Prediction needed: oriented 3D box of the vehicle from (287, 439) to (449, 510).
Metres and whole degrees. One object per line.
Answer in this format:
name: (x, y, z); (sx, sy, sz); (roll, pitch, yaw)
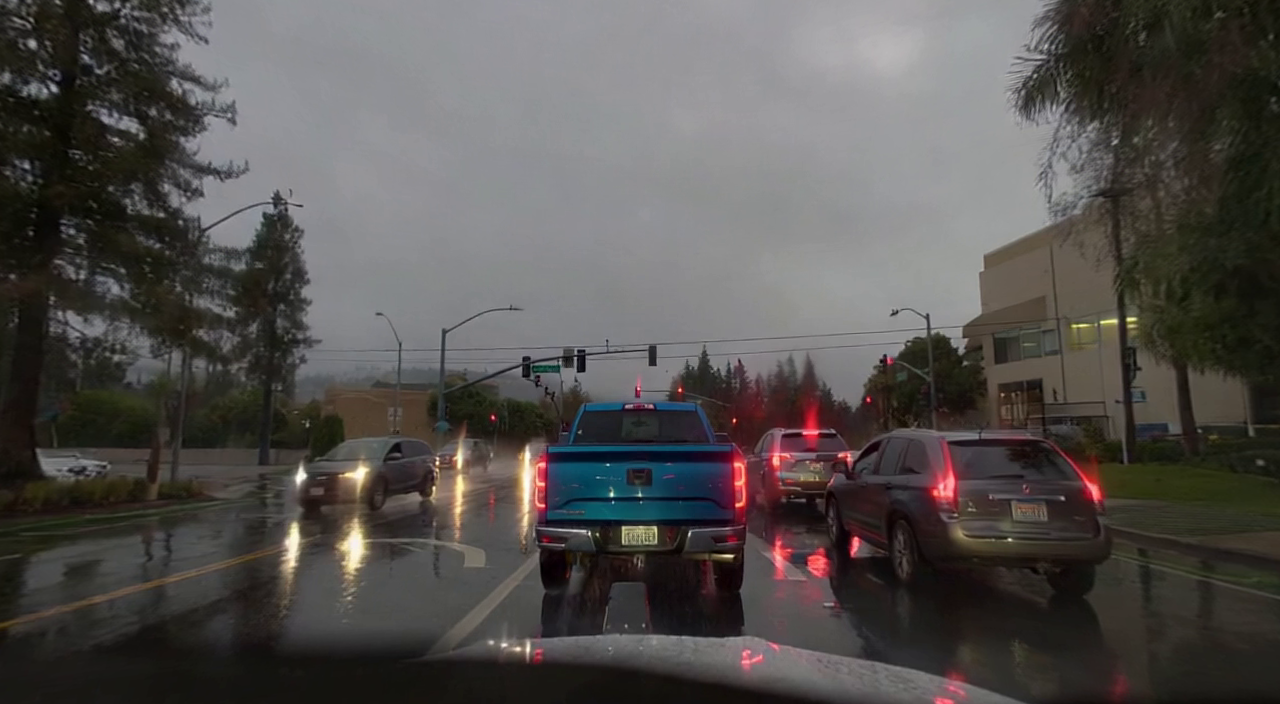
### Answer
vehicle: (-6.521, 2.967, 15.837); (1.905, 1.494, 4.666); (0, -8, 1)

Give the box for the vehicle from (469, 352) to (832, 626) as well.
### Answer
vehicle: (0.101, 1.394, 7.413); (2.636, 2.011, 5.425); (0, -8, 1)

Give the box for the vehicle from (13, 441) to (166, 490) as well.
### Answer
vehicle: (-21.741, 4.471, 25.206); (2.062, 1.764, 4.508); (0, -8, -2)

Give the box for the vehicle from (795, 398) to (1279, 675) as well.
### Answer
vehicle: (3.335, 1.501, 6.472); (2.155, 1.667, 5.162); (0, -8, 0)
